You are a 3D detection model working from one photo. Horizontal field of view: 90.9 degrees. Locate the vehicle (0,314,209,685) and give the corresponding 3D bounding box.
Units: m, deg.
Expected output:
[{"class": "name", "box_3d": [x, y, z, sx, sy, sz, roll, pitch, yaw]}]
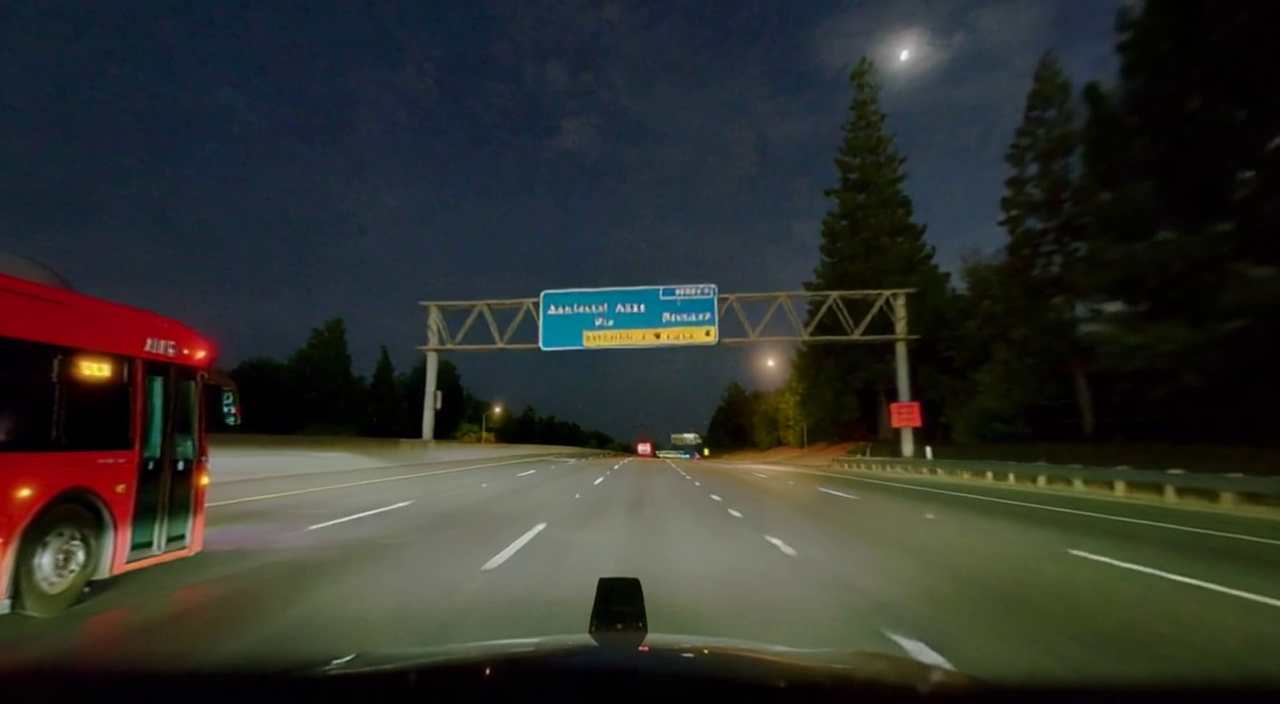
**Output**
[{"class": "vehicle", "box_3d": [-4.540, 0.645, 2.340, 2.127, 1.985, 5.205, 0, -8, 1]}]
